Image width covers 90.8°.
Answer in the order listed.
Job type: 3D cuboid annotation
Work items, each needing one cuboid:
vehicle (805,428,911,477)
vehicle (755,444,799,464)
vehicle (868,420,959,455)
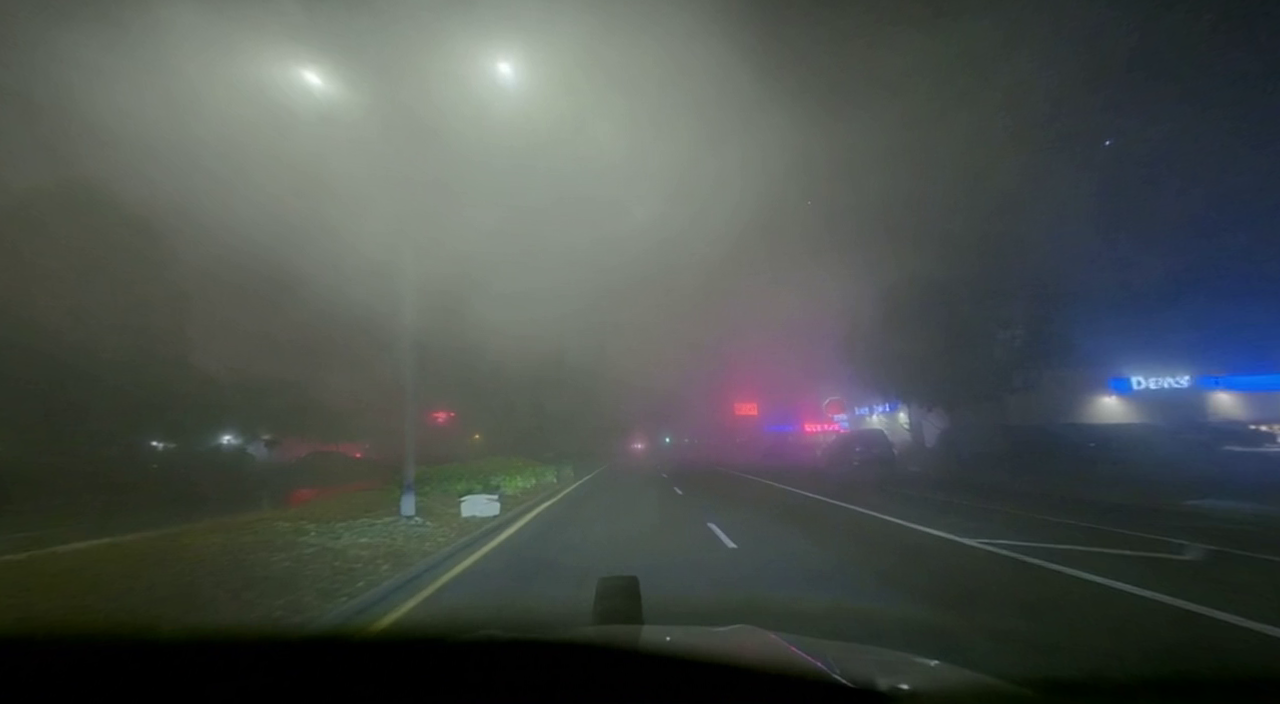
[{"bbox_3d":[10.186,4.758,30.221,2.610,2.072,5.985,0,-8,-3],"label":"vehicle"},{"bbox_3d":[10.052,7.509,46.681,2.034,1.437,4.728,0,-8,-2],"label":"vehicle"},{"bbox_3d":[20.516,6.438,47.459,5.877,2.471,2.528,-5,-10,30],"label":"vehicle"}]
